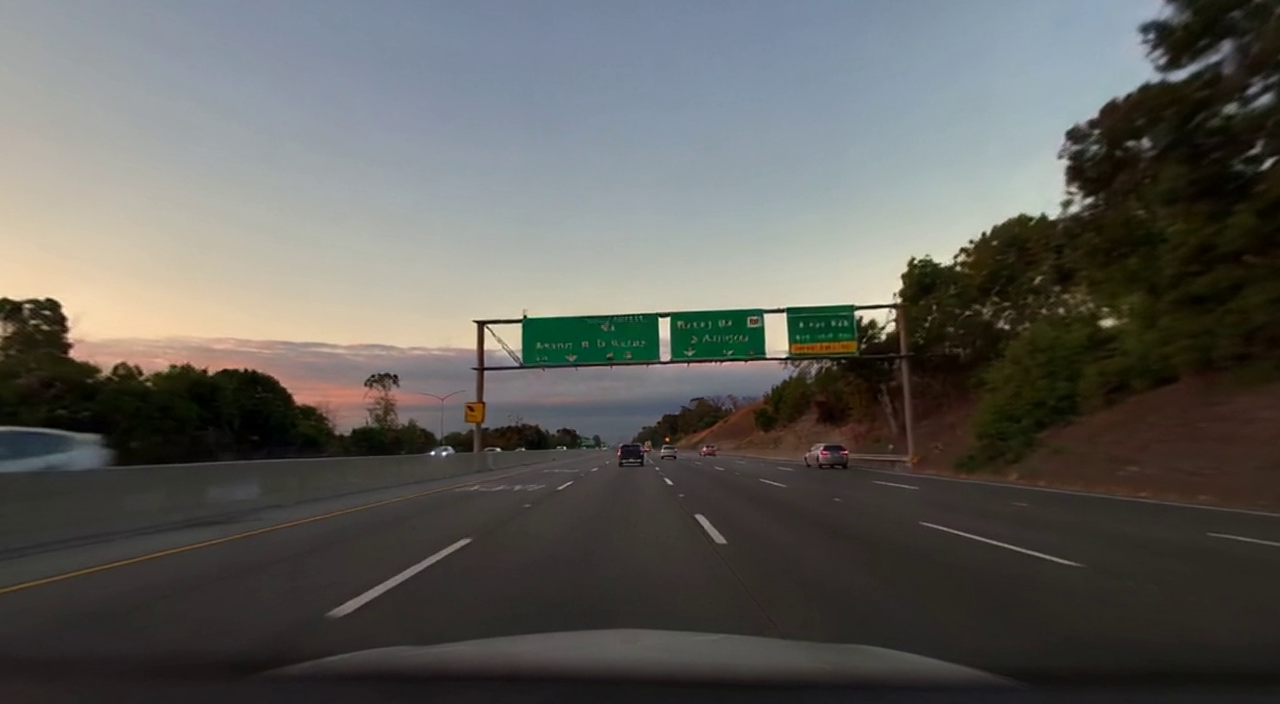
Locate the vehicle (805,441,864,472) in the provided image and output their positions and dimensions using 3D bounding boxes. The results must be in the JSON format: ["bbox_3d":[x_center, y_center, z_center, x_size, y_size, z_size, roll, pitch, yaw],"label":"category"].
[{"bbox_3d":[11.159,6.035,36.588,1.912,1.673,4.438,0,-9,-1],"label":"vehicle"}]

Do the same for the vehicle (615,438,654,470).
[{"bbox_3d":[-0.359,5.896,36.609,2.121,1.739,4.087,0,-9,-2],"label":"vehicle"}]
